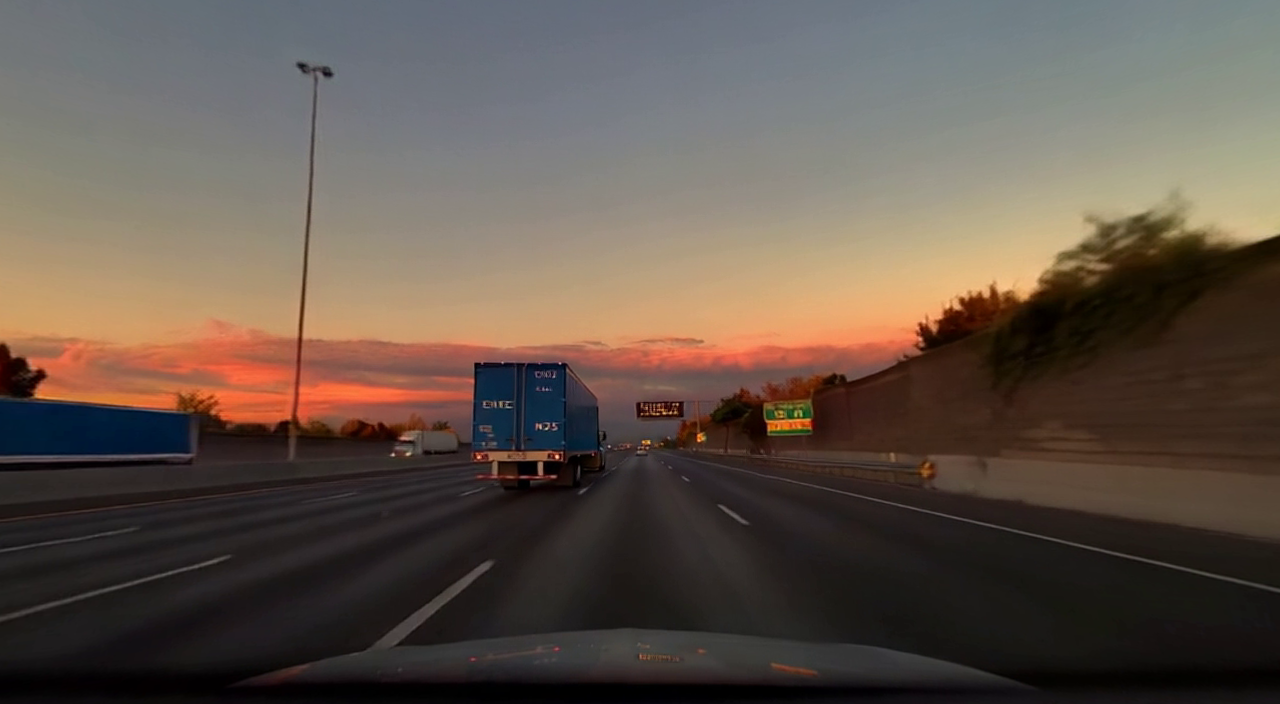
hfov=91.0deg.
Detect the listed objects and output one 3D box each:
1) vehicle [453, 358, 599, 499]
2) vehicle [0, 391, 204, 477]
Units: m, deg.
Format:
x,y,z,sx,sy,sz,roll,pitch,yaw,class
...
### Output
x,y,z,sx,sy,sz,roll,pitch,yaw,class
-3.566,2.964,23.306,3.059,3.956,11.036,0,-9,1,vehicle
-31.610,4.659,34.853,2.898,4.019,16.896,0,-9,0,vehicle
